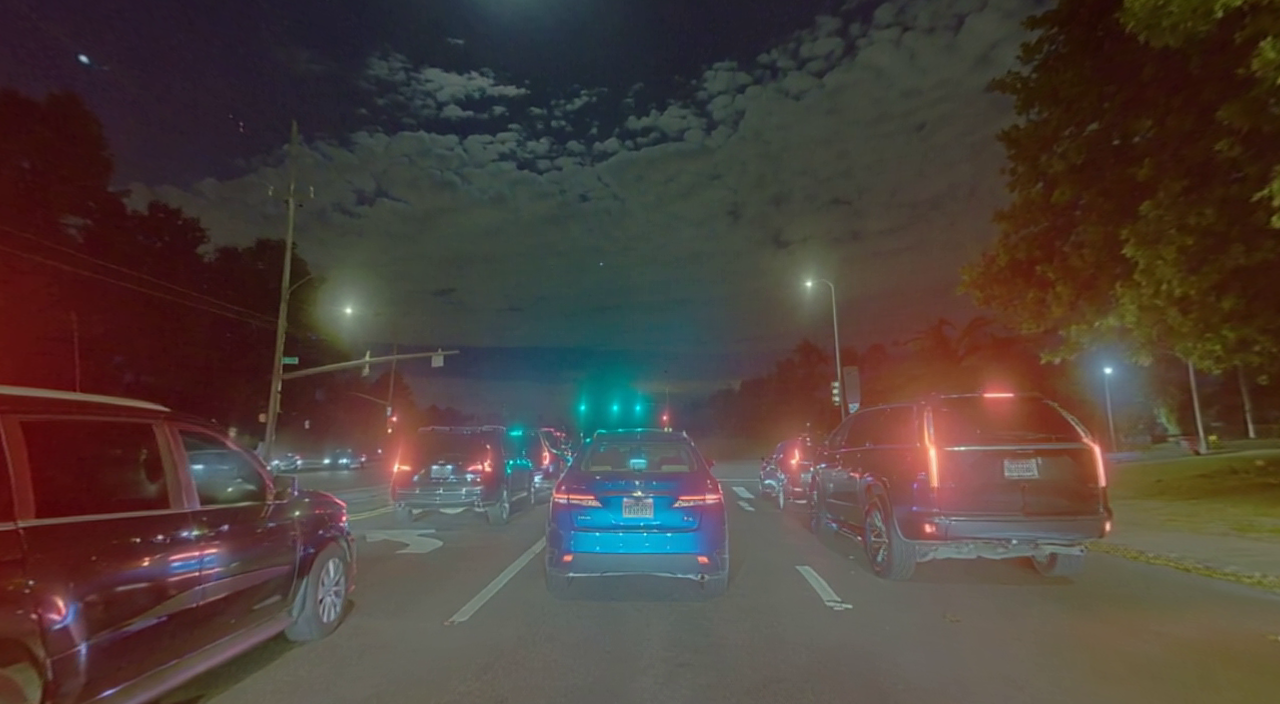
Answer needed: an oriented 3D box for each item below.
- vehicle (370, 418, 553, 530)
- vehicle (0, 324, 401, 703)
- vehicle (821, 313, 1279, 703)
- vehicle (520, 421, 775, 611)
[{"bbox_3d":[-3.179,2.300,12.454,2.117,1.772,4.619,0,-8,2],"label":"vehicle"},{"bbox_3d":[-3.123,0.954,3.310,1.982,1.721,4.261,0,-8,1],"label":"vehicle"},{"bbox_3d":[3.215,1.101,4.735,2.141,1.833,4.704,0,-8,-2],"label":"vehicle"},{"bbox_3d":[0.022,1.598,7.046,2.021,1.490,3.948,0,-8,-1],"label":"vehicle"}]
